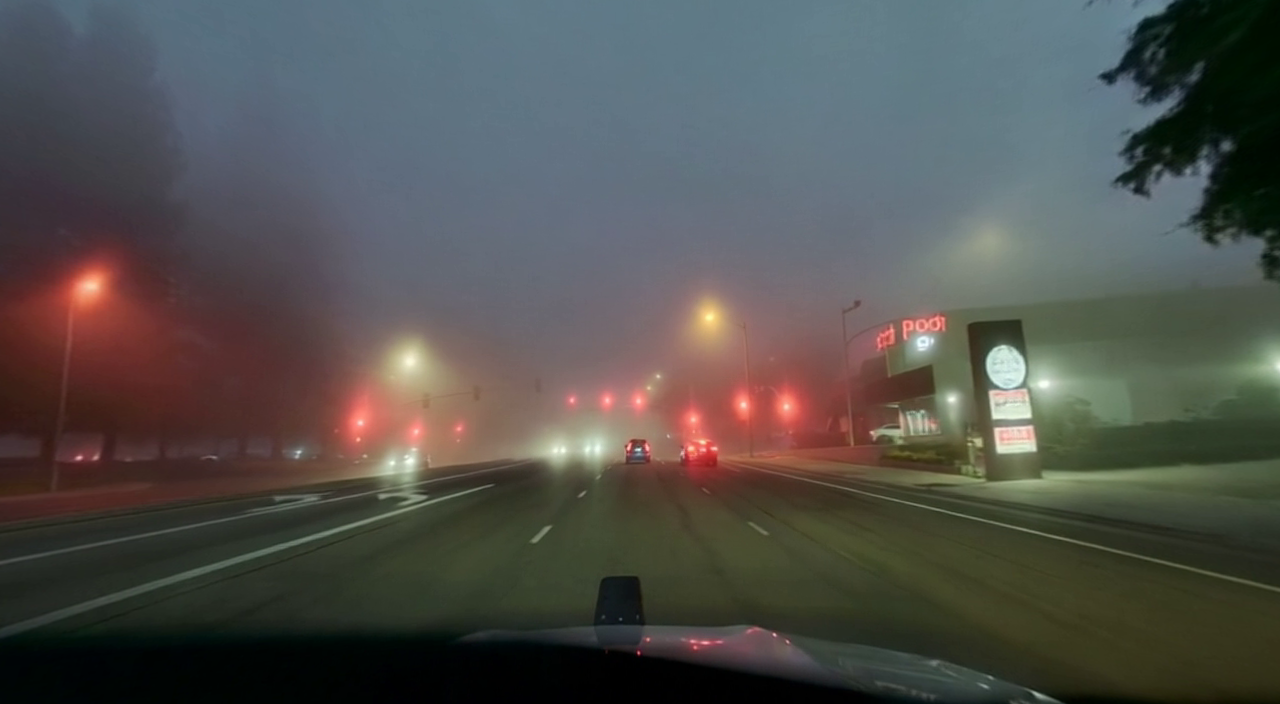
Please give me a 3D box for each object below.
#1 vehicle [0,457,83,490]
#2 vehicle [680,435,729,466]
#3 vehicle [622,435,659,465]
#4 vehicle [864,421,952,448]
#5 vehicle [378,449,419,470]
[{"bbox_3d":[-34.343,6.769,35.209,4.528,1.675,2.083,5,-10,-31],"label":"vehicle"},{"bbox_3d":[3.645,5.689,36.688,2.198,1.660,4.512,0,-8,-2],"label":"vehicle"},{"bbox_3d":[-0.038,5.998,38.810,2.146,1.685,4.003,0,-8,-2],"label":"vehicle"},{"bbox_3d":[15.745,4.913,37.295,4.344,1.512,1.936,-1,-8,5],"label":"vehicle"},{"bbox_3d":[-18.726,8.331,49.237,1.832,1.515,4.369,1,-8,-5],"label":"vehicle"}]
